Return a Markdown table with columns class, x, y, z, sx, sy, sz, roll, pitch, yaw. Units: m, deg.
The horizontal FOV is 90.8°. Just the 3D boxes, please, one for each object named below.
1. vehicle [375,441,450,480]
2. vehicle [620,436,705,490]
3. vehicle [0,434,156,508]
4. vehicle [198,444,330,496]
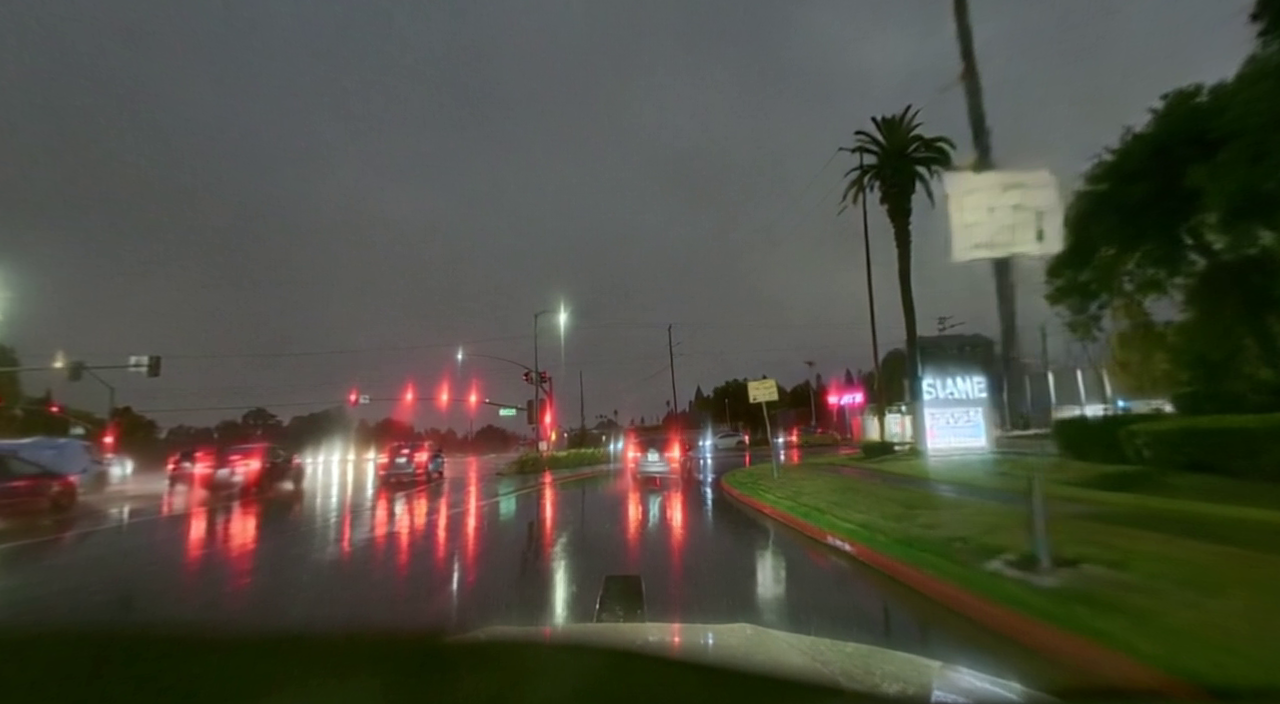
| class | x | y | z | sx | sy | sz | roll | pitch | yaw |
| --- | --- | --- | --- | --- | --- | --- | --- | --- | --- |
| vehicle | -9.574 | 4.594 | 26.993 | 1.912 | 1.487 | 4.471 | 1 | -9 | -6 |
| vehicle | 0.843 | 3.460 | 20.055 | 2.070 | 1.493 | 4.570 | -2 | -9 | 10 |
| vehicle | -18.732 | 3.685 | 20.126 | 2.627 | 2.009 | 5.719 | 1 | -9 | -8 |
| vehicle | -12.011 | 3.774 | 20.591 | 1.905 | 1.482 | 4.463 | 1 | -9 | -6 |
